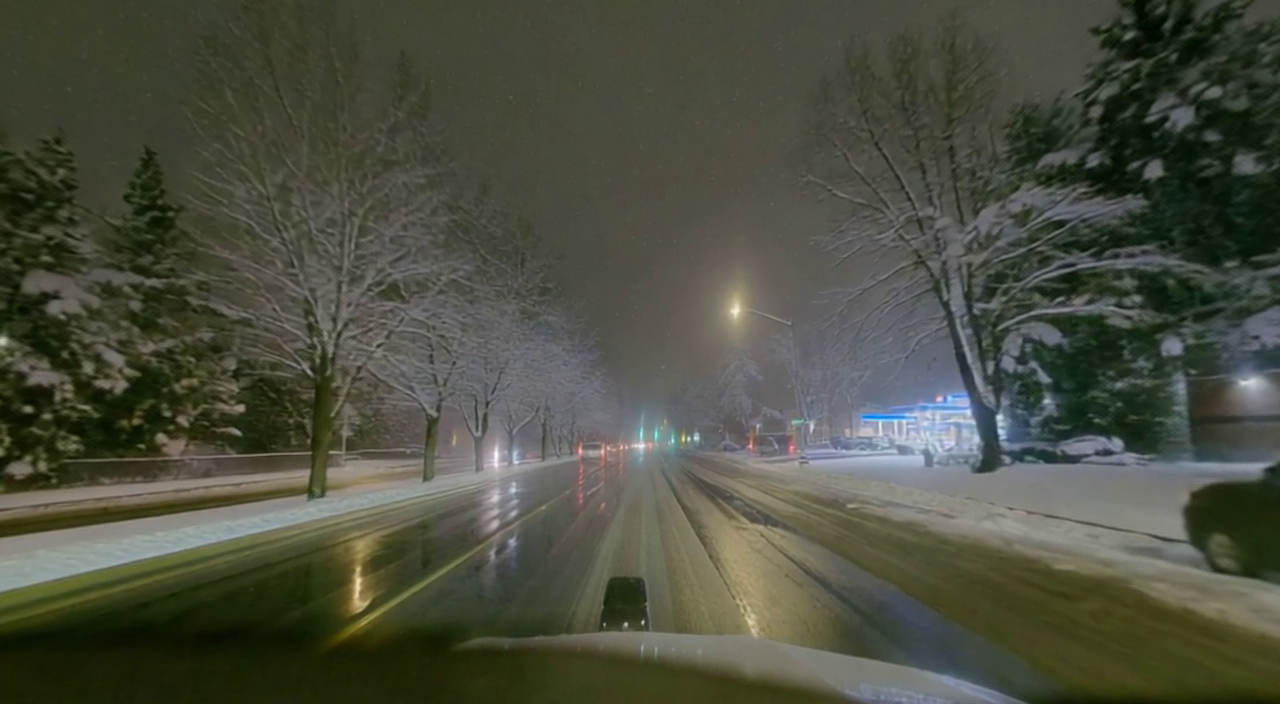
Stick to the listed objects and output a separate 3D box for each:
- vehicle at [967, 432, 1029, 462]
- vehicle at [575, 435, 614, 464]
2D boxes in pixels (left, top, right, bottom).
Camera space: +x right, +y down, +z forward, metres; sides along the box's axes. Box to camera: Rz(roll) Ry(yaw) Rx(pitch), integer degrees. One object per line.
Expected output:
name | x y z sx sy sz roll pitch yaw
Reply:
vehicle | 20.860 5.538 36.676 4.394 1.624 1.803 8 -12 -43
vehicle | -2.972 6.543 42.391 2.196 1.801 4.542 0 -8 1
